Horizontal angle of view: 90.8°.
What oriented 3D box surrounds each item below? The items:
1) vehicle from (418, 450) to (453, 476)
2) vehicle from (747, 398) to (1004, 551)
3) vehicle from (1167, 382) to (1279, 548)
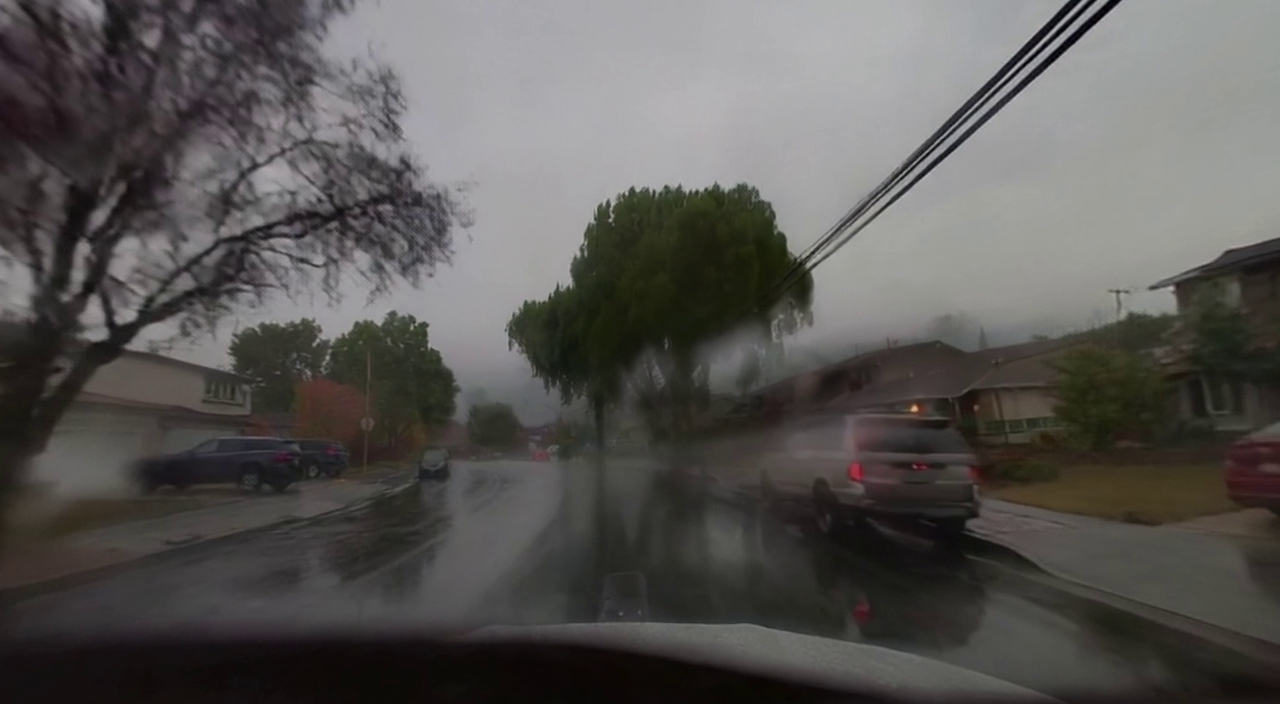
[{"bbox_3d":[-12.656,6.826,39.109,1.902,1.434,4.313,2,-8,-17],"label":"vehicle"},{"bbox_3d":[3.492,1.912,10.657,2.214,1.962,4.733,0,-8,-4],"label":"vehicle"},{"bbox_3d":[9.547,1.066,7.263,4.934,1.763,2.191,-6,-5,-2],"label":"vehicle"}]
